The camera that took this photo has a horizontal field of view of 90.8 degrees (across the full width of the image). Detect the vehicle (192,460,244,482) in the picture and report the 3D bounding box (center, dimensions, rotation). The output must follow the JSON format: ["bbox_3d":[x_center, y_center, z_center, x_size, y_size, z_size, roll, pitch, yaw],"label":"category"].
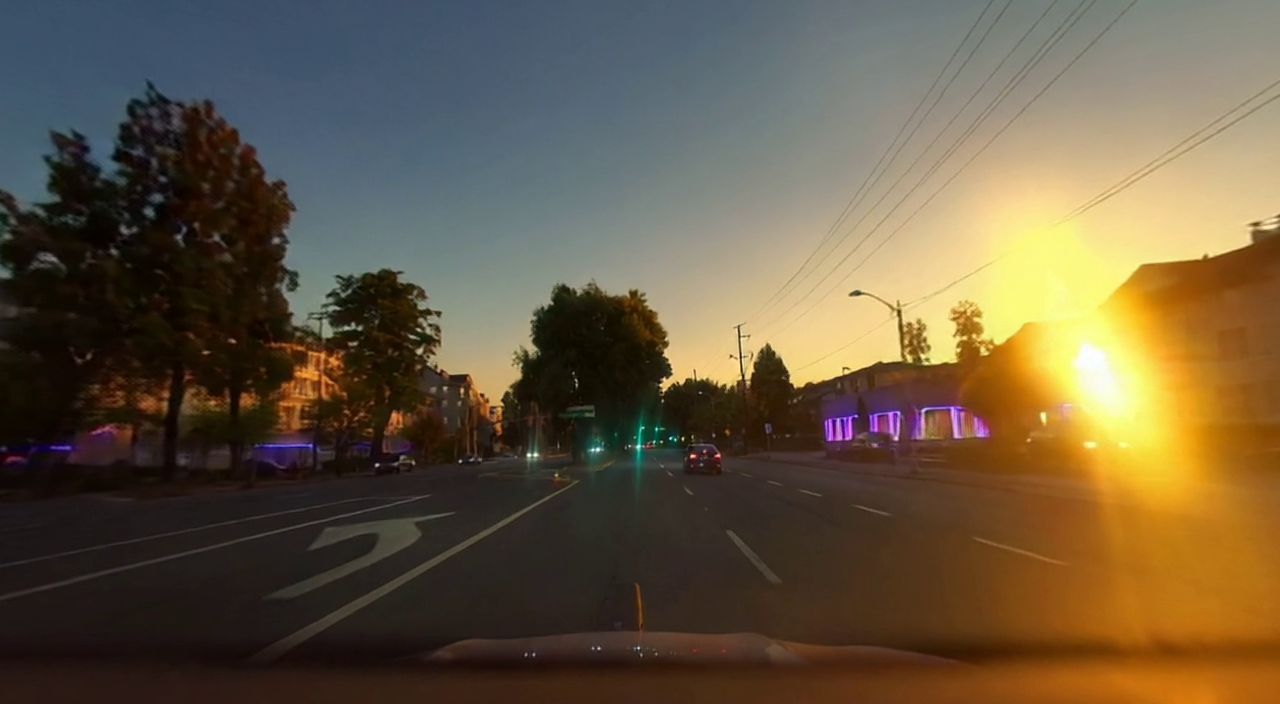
[{"bbox_3d":[-31.698,8.956,47.554,1.738,1.466,3.540,1,-8,-5],"label":"vehicle"}]

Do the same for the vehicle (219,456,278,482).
[{"bbox_3d":[-28.973,8.638,46.898,1.943,1.647,4.077,-3,-9,-2],"label":"vehicle"}]

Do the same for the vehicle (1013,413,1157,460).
[{"bbox_3d":[19.827,3.859,28.618,2.247,1.917,5.791,0,-8,0],"label":"vehicle"}]

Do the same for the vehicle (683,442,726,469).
[{"bbox_3d":[3.587,5.811,35.808,1.929,1.411,4.284,0,-8,-1],"label":"vehicle"}]
